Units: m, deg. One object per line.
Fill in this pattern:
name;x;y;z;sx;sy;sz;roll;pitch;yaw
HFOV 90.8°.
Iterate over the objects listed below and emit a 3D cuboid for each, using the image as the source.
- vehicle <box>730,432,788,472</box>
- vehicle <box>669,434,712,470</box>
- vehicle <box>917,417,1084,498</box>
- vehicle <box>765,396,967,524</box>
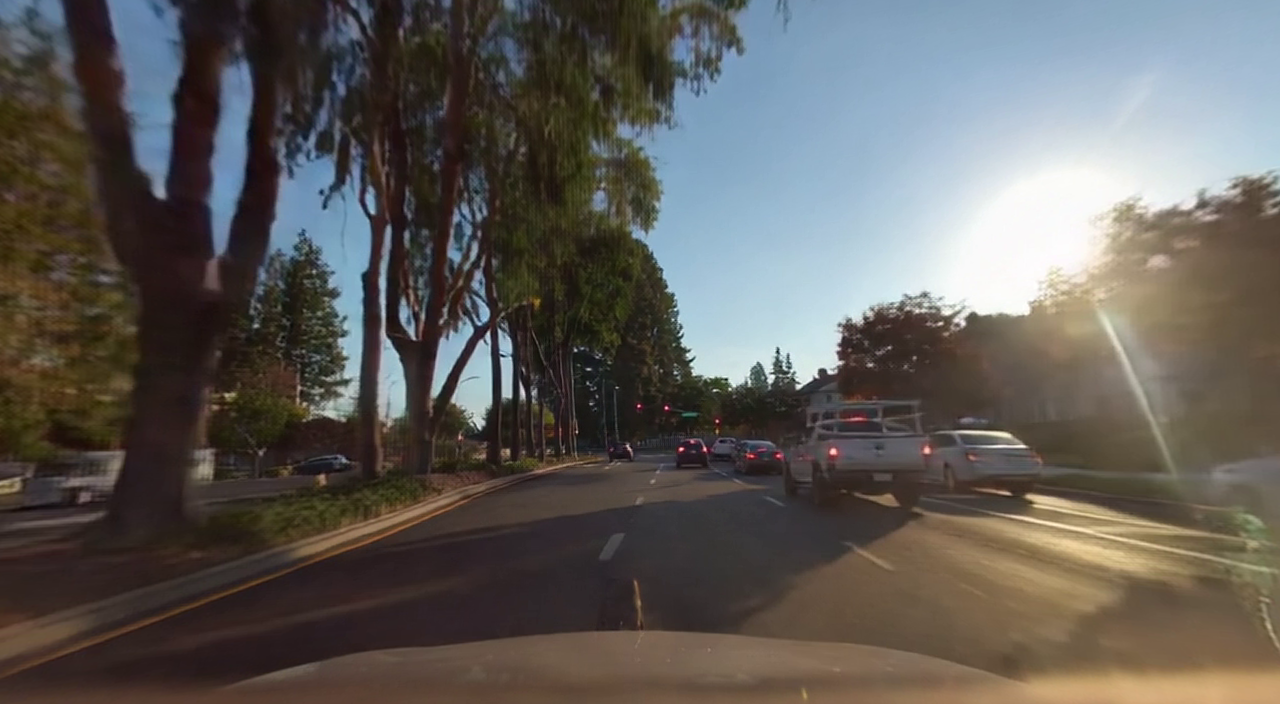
vehicle;5.724;4.801;30.881;1.803;1.754;4.480;2;-7;-3
vehicle;2.539;5.157;32.698;2.052;1.693;4.554;-1;-8;3
vehicle;9.354;2.773;16.974;1.992;1.840;4.646;-1;-8;4
vehicle;4.328;2.223;13.543;2.268;2.090;6.113;0;-8;2
